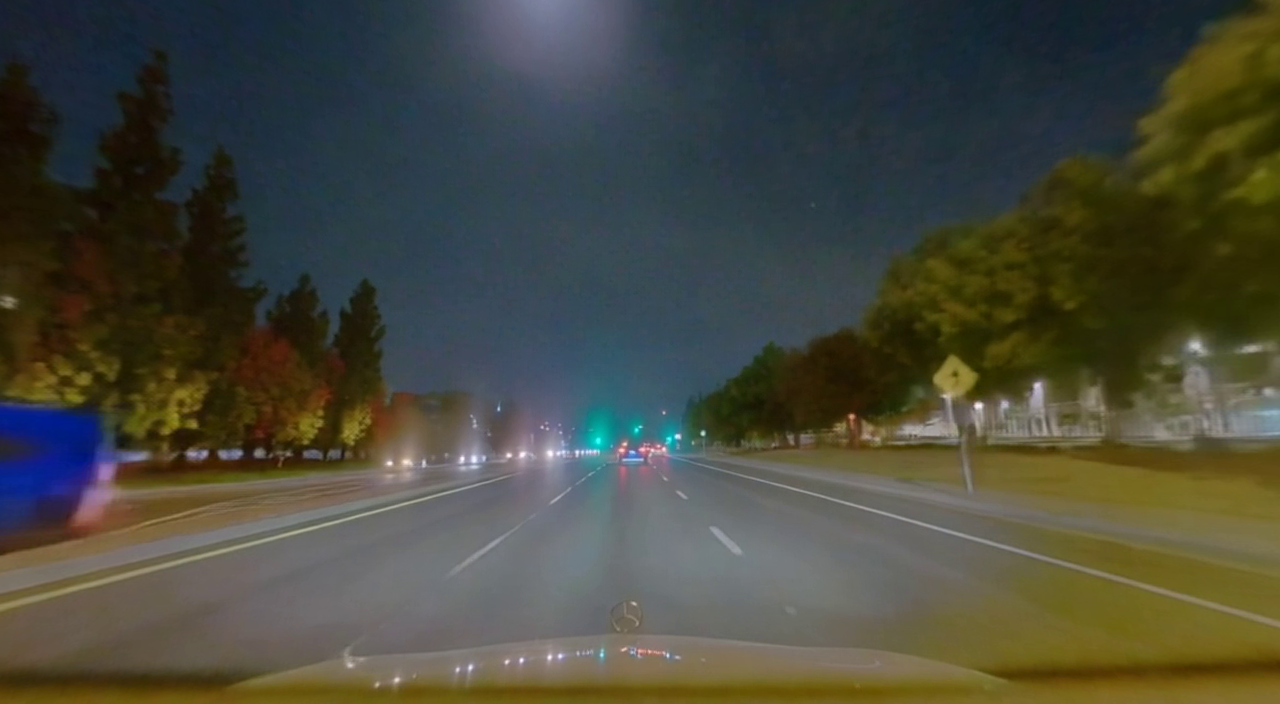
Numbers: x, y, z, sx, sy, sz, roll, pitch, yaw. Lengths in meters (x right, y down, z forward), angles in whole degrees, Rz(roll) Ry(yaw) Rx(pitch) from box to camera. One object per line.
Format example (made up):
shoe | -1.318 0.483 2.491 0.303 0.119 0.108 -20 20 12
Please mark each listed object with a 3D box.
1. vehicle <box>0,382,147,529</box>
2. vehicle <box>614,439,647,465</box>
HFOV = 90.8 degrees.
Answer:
vehicle | -14.943 2.097 12.754 2.941 3.068 8.587 0 -9 1
vehicle | -0.649 7.041 44.463 2.174 1.703 4.231 0 -9 0
